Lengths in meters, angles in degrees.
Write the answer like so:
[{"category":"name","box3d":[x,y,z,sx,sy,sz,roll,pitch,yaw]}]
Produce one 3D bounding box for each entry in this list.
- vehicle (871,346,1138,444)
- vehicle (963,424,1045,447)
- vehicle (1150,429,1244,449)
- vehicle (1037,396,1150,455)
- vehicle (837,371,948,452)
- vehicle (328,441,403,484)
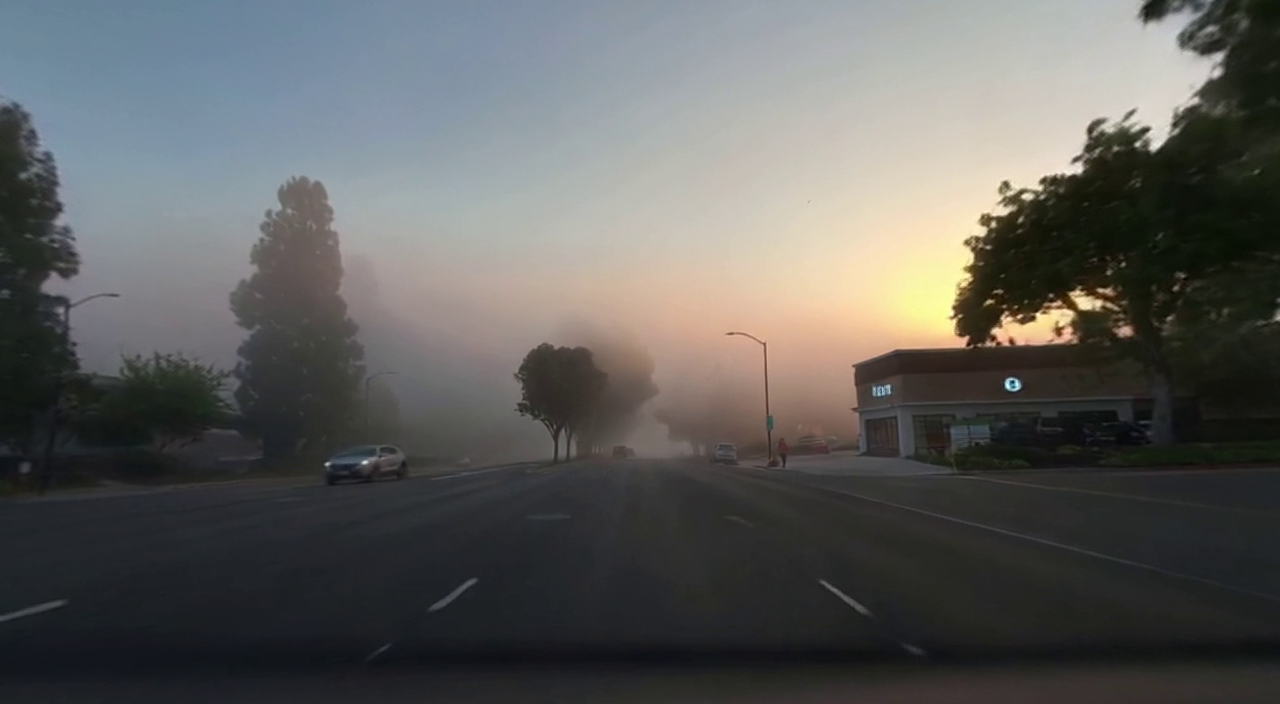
[{"category":"vehicle","box3d":[26.026,3.454,46.671,16.415,6.611,1.394,-4,-9,26]},{"category":"vehicle","box3d":[24.886,5.740,43.372,4.712,1.527,0.932,-4,-10,27]},{"category":"vehicle","box3d":[28.943,4.537,32.903,3.278,0.997,1.511,-1,-9,7]},{"category":"vehicle","box3d":[25.893,4.305,36.414,4.543,3.105,4.010,-4,-10,27]},{"category":"vehicle","box3d":[15.751,3.804,38.921,9.886,4.618,0.062,5,-10,-30]},{"category":"vehicle","box3d":[-11.600,4.669,26.904,1.813,1.727,3.009,0,-9,0]}]
